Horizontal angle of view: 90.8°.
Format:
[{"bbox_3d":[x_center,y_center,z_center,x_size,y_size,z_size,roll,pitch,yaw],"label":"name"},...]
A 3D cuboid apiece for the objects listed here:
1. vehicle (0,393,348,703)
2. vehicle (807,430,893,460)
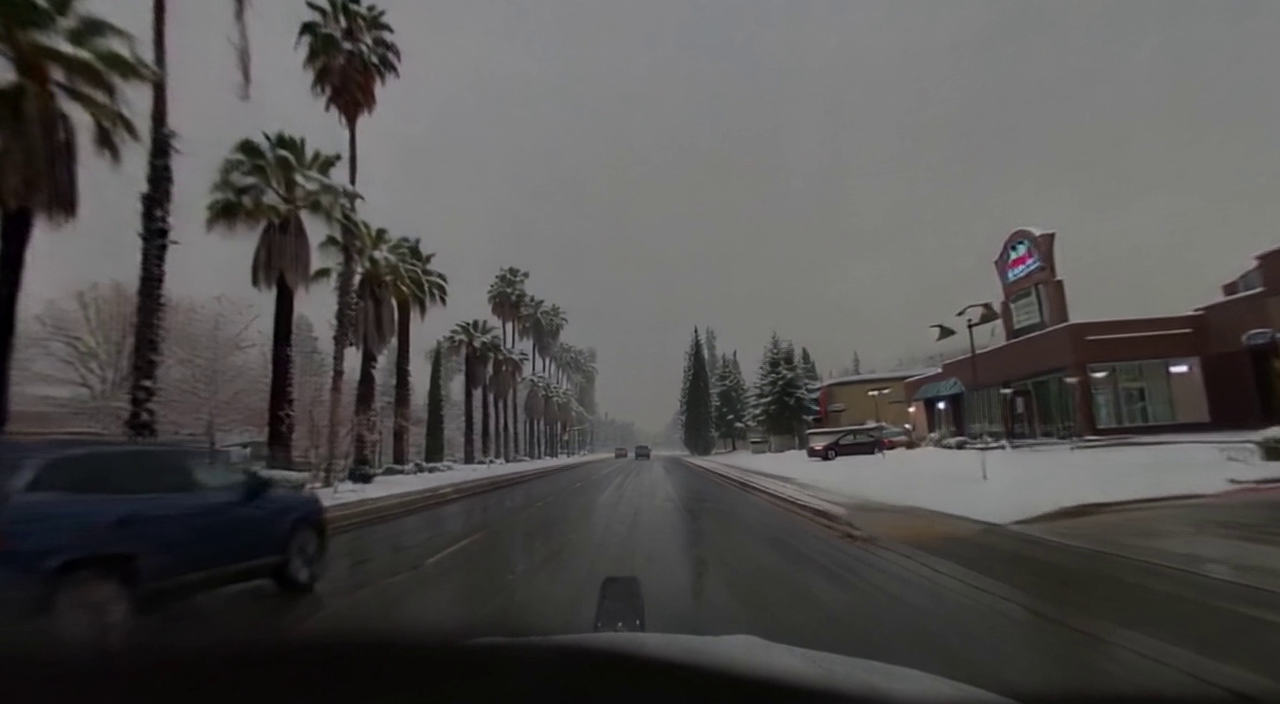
[{"bbox_3d":[-4.276,1.284,4.515,2.147,1.745,4.648,0,-8,0],"label":"vehicle"},{"bbox_3d":[13.049,5.775,39.416,4.577,1.750,2.115,0,-8,-5],"label":"vehicle"}]
